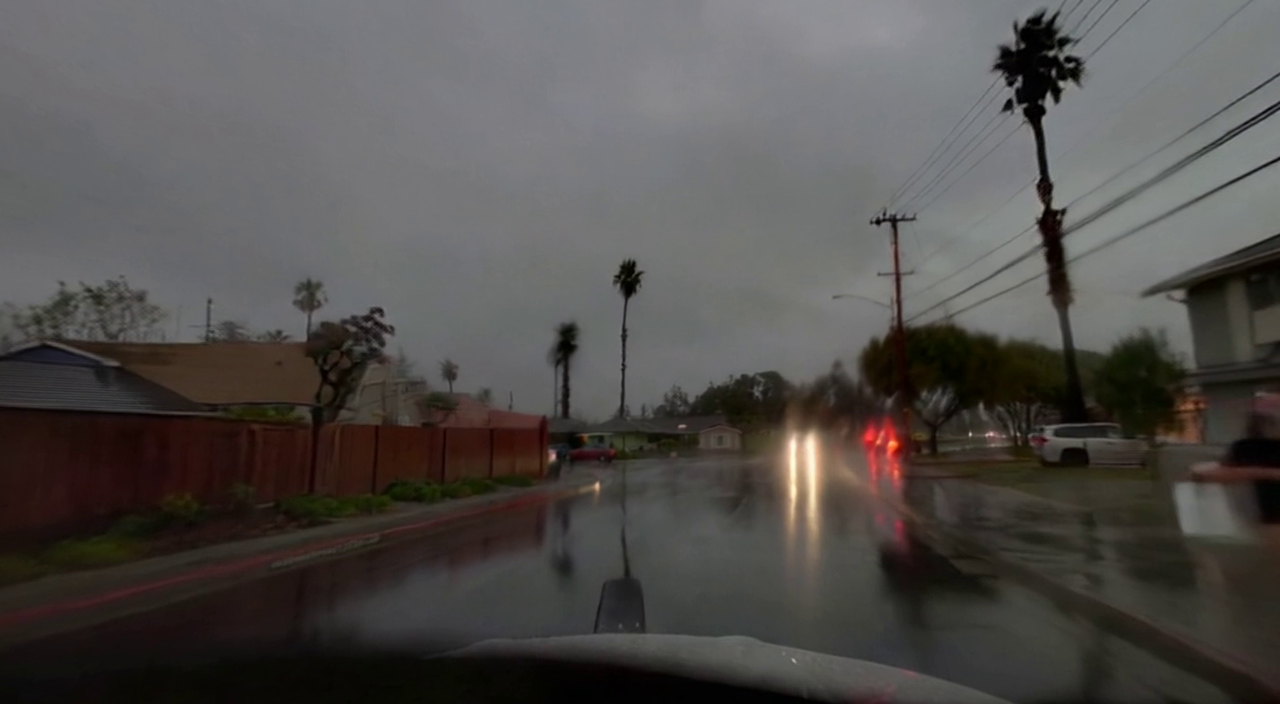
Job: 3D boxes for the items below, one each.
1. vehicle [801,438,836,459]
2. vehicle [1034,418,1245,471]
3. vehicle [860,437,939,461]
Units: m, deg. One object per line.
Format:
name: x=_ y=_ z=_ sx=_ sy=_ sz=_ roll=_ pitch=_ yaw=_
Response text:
vehicle: x=14.191 y=7.631 z=49.982 sx=1.955 sy=1.632 sz=3.688 roll=-4 pitch=-10 yaw=26
vehicle: x=15.324 y=2.882 z=19.684 sx=4.641 sy=1.498 sz=2.001 roll=-1 pitch=-9 yaw=10
vehicle: x=16.593 y=6.240 z=40.442 sx=4.531 sy=1.447 sz=1.814 roll=-4 pitch=-10 yaw=23
